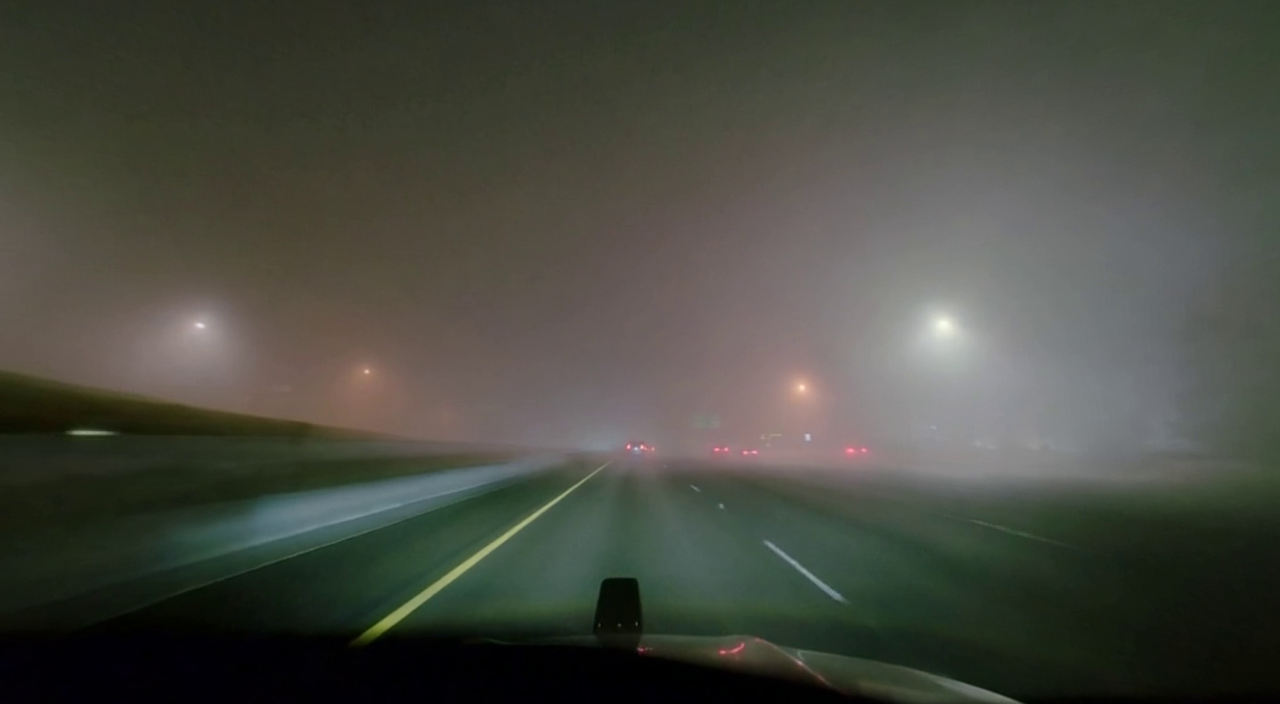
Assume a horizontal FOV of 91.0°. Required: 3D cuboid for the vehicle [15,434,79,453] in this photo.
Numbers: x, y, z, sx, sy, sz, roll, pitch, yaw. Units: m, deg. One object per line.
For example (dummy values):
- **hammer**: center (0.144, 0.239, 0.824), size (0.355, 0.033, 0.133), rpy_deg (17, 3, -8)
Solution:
- **vehicle**: center (-45.210, 6.992, 48.037), size (1.529, 1.402, 3.437), rpy_deg (0, -8, 0)
